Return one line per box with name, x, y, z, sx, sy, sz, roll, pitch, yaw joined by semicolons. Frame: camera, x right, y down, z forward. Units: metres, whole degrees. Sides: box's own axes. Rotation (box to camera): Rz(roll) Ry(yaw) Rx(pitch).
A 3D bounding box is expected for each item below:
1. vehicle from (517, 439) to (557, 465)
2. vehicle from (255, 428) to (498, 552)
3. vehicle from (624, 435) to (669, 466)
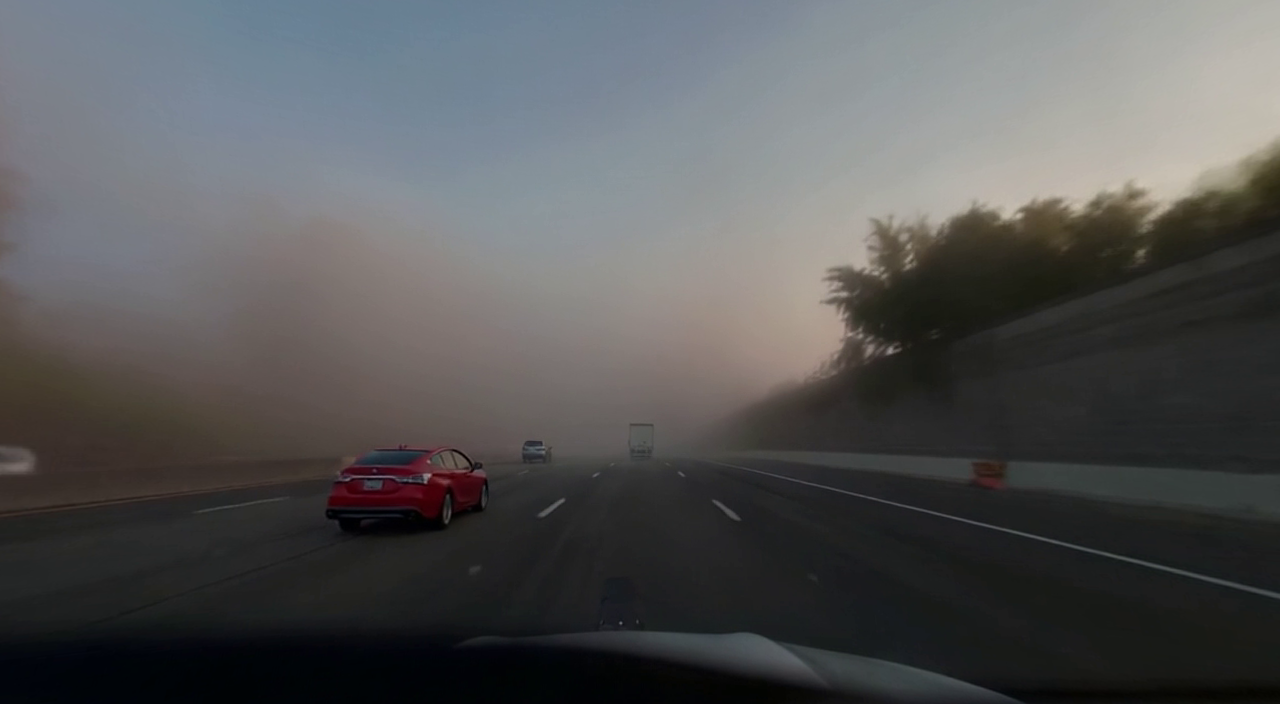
vehicle;-7.421;7.228;45.684;2.068;1.757;4.611;0;-8;0
vehicle;-3.778;2.045;10.058;2.000;1.512;4.371;0;-9;0
vehicle;0.339;6.631;42.485;2.856;1.994;4.931;0;-9;-1
